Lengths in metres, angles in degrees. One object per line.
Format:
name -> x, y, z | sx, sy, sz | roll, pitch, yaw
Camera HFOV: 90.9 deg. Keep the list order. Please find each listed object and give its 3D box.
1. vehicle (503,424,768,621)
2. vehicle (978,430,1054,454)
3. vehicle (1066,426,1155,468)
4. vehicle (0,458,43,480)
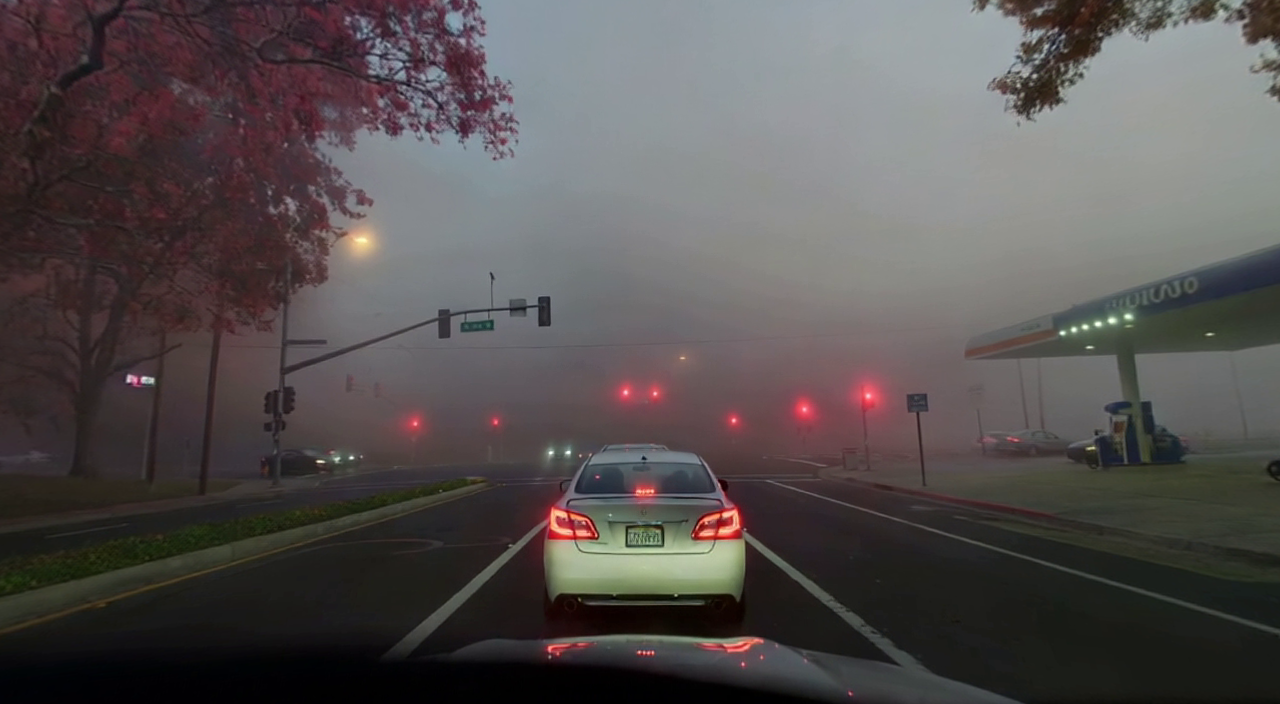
vehicle -> -0.033, 1.598, 6.894 | 2.010, 1.482, 4.057 | 0, -8, 0
vehicle -> 25.557, 6.152, 42.945 | 3.975, 1.563, 1.755 | -1, -8, 5
vehicle -> 18.613, 3.746, 24.879 | 4.091, 1.495, 2.053 | 8, -12, -44
vehicle -> -44.863, 8.174, 44.168 | 4.380, 1.409, 1.841 | -1, -8, 5
